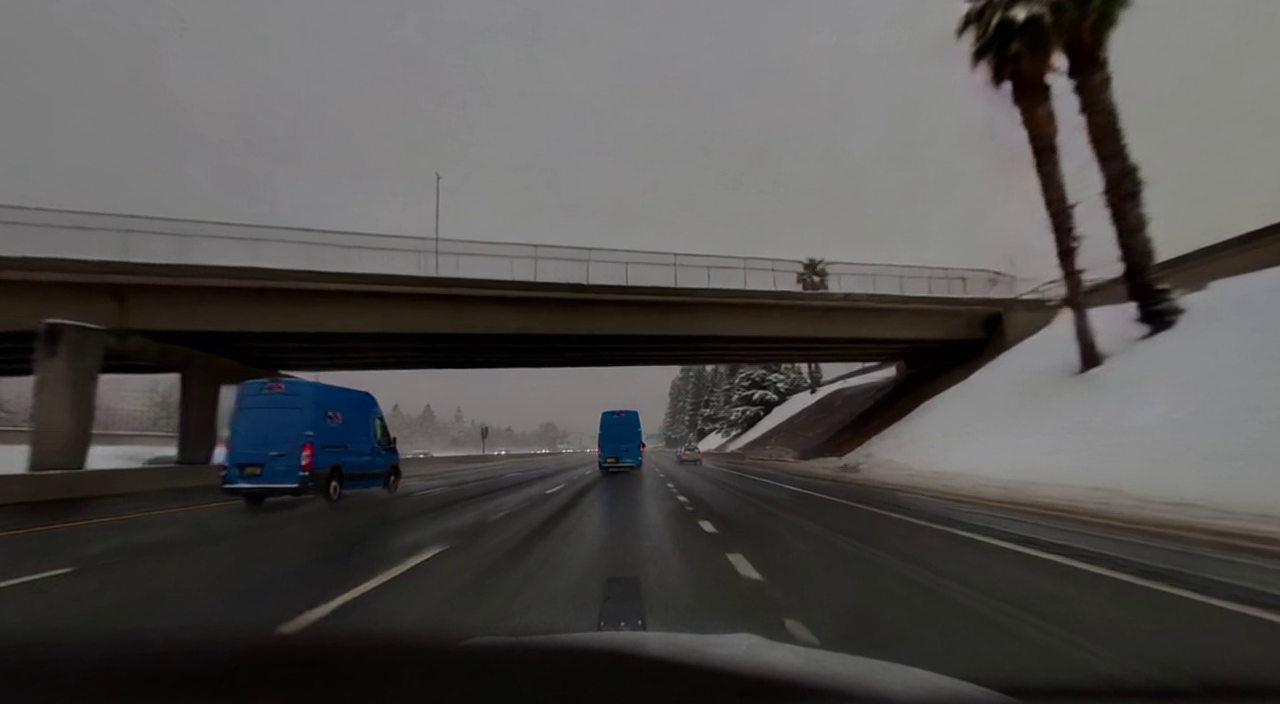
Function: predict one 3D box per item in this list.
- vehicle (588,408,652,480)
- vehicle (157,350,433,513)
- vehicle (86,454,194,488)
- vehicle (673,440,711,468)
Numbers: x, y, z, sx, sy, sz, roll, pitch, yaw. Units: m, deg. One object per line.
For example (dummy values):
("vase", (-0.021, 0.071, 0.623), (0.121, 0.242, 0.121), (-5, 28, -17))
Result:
("vehicle", (-0.743, 4.013, 27.300), (2.476, 2.776, 5.598), (0, -9, 1))
("vehicle", (-7.948, 2.119, 15.991), (2.965, 3.178, 7.188), (0, -9, -1))
("vehicle", (-25.122, 5.948, 31.763), (1.810, 1.532, 4.375), (0, -9, 0))
("vehicle", (3.226, 6.418, 39.668), (1.987, 1.648, 3.984), (0, -9, -1))
